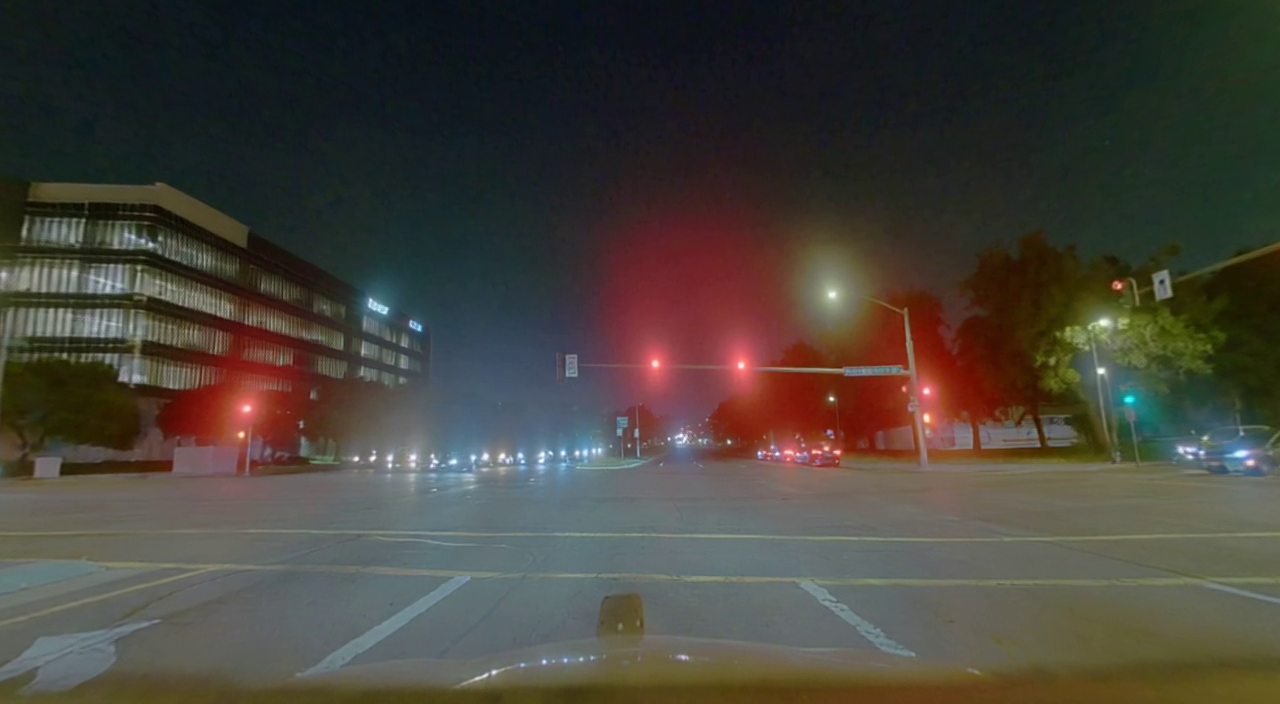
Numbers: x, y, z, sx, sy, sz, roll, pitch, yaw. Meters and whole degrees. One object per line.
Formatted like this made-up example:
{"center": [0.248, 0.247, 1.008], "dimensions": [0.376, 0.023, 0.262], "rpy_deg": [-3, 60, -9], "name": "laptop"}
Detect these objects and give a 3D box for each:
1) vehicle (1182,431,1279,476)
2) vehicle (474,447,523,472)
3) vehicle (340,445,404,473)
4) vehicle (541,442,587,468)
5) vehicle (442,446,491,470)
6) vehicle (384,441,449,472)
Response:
{"center": [22.313, 3.572, 22.367], "dimensions": [4.474, 1.477, 1.908], "rpy_deg": [0, -9, -3], "name": "vehicle"}
{"center": [-8.028, 6.131, 36.195], "dimensions": [1.910, 1.288, 4.093], "rpy_deg": [0, -9, 0], "name": "vehicle"}
{"center": [-18.568, 7.411, 44.076], "dimensions": [2.237, 1.842, 5.116], "rpy_deg": [0, -9, 0], "name": "vehicle"}
{"center": [-4.596, 6.295, 38.754], "dimensions": [2.109, 1.461, 4.637], "rpy_deg": [-1, -9, 2], "name": "vehicle"}
{"center": [-11.683, 7.147, 42.770], "dimensions": [2.003, 1.476, 4.297], "rpy_deg": [-1, -9, 1], "name": "vehicle"}
{"center": [-15.156, 7.124, 43.249], "dimensions": [2.340, 1.946, 5.450], "rpy_deg": [-1, -9, 1], "name": "vehicle"}
